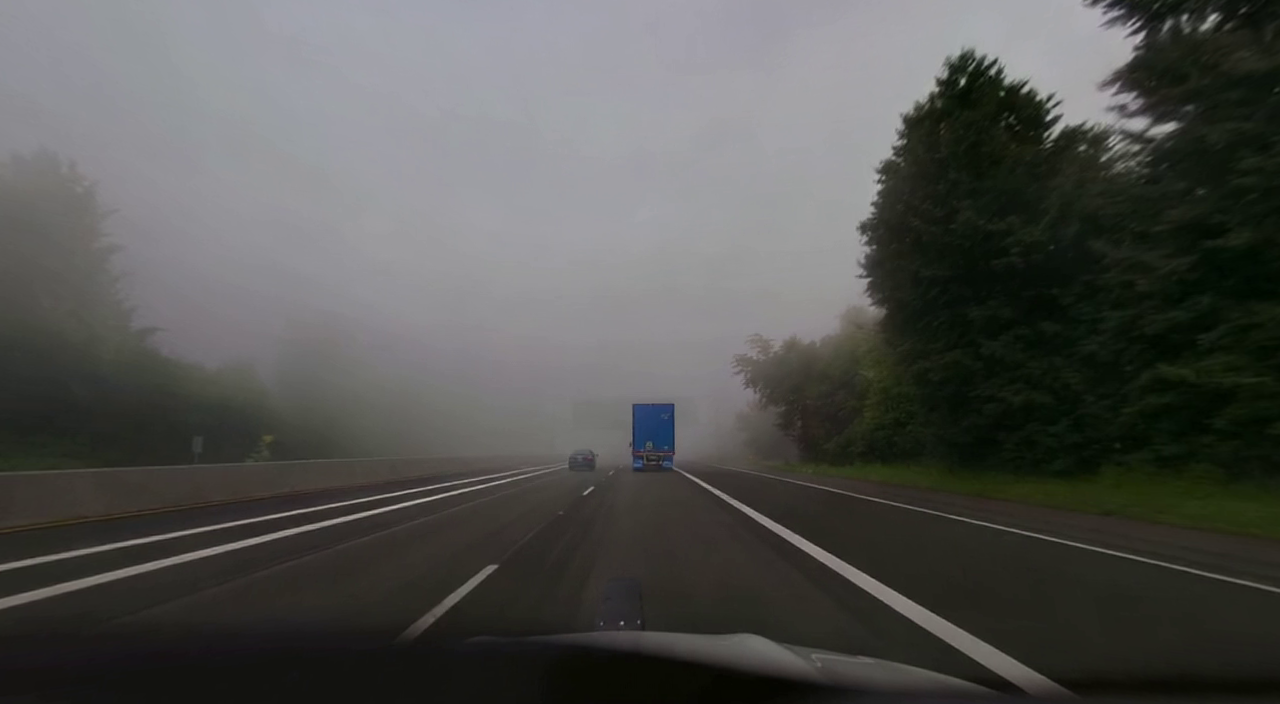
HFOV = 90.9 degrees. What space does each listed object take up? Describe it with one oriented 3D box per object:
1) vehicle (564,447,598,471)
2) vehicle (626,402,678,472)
[{"bbox_3d":[-3.898,7.139,42.190,1.873,1.469,3.601,0,-9,1],"label":"vehicle"},{"bbox_3d":[0.741,5.762,42.107,3.022,4.072,10.318,0,-9,0],"label":"vehicle"}]
